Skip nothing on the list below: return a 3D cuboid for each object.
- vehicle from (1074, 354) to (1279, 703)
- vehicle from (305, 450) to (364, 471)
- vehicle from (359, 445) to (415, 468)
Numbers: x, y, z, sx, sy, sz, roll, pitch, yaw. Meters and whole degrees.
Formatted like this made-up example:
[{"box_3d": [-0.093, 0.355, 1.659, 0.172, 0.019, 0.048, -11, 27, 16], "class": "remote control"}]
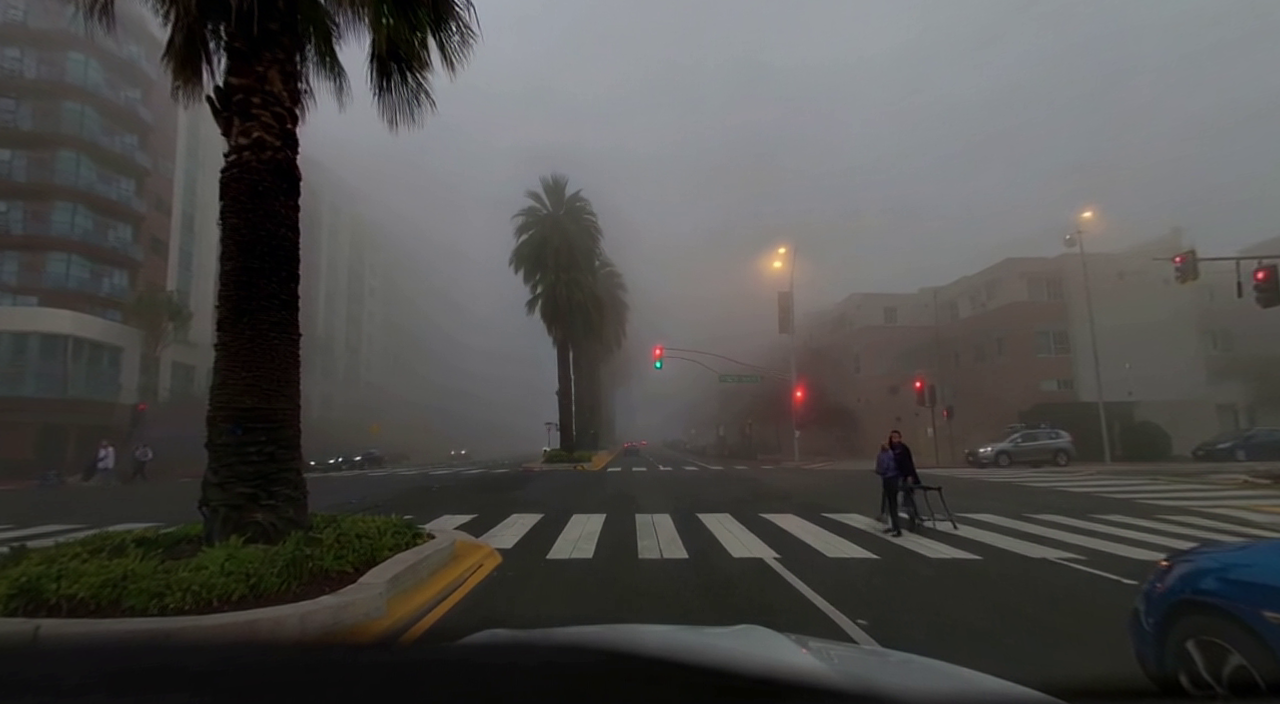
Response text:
[{"box_3d": [3.313, 0.662, 1.129, 2.060, 1.631, 4.169, 0, -9, 0], "class": "vehicle"}, {"box_3d": [-23.649, 8.427, 49.186, 1.955, 1.480, 5.163, 0, -9, 1], "class": "vehicle"}, {"box_3d": [-19.730, 8.169, 49.488, 2.357, 1.678, 5.014, 0, -9, 0], "class": "vehicle"}]
